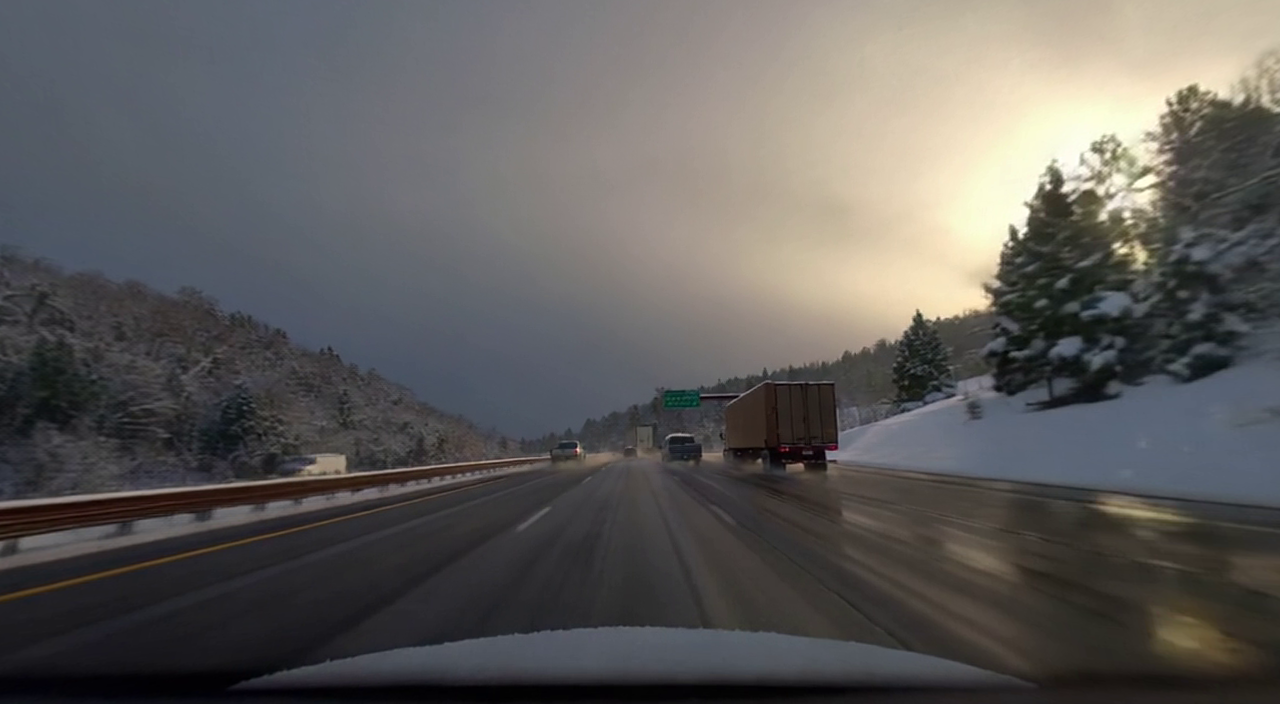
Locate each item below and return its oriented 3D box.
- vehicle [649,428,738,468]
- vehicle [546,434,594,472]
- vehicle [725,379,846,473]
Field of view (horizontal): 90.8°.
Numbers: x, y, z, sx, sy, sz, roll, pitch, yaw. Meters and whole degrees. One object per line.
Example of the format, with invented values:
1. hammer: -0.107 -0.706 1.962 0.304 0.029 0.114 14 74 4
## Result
1. vehicle: 3.150 5.795 38.203 5.075 2.277 2.365 0 -9 -2
2. vehicle: -3.919 5.733 36.076 2.193 1.977 4.759 0 -9 0
3. vehicle: 7.618 4.521 36.439 2.935 4.187 16.357 0 -9 -1
